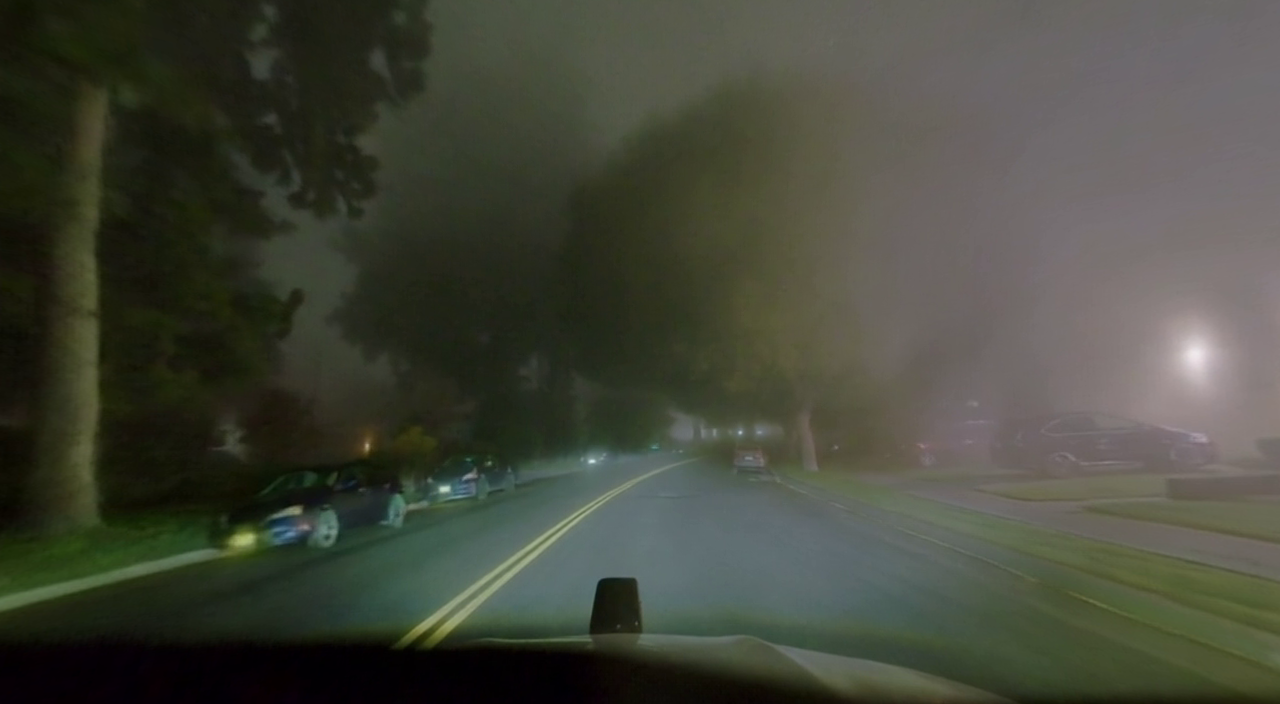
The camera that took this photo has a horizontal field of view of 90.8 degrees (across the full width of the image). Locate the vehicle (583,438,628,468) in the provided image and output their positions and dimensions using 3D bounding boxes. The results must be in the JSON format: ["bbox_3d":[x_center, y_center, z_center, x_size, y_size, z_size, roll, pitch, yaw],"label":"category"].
[{"bbox_3d":[-2.138,6.470,40.184,2.005,1.557,4.172,-3,-14,8],"label":"vehicle"}]

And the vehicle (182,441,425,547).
[{"bbox_3d":[-5.660,2.568,11.389,1.886,1.494,4.149,-2,-13,3],"label":"vehicle"}]

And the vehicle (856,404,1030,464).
[{"bbox_3d":[10.444,2.901,22.188,5.009,1.906,2.046,-2,-8,8],"label":"vehicle"}]

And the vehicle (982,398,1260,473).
[{"bbox_3d":[10.855,1.924,14.571,4.744,1.507,1.953,-1,-7,1],"label":"vehicle"}]

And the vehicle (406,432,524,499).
[{"bbox_3d":[-5.012,3.494,18.809,1.972,1.536,4.347,-4,-15,4],"label":"vehicle"}]

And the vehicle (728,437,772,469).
[{"bbox_3d":[5.570,5.149,32.404,1.972,1.460,4.137,-2,-8,7],"label":"vehicle"}]
